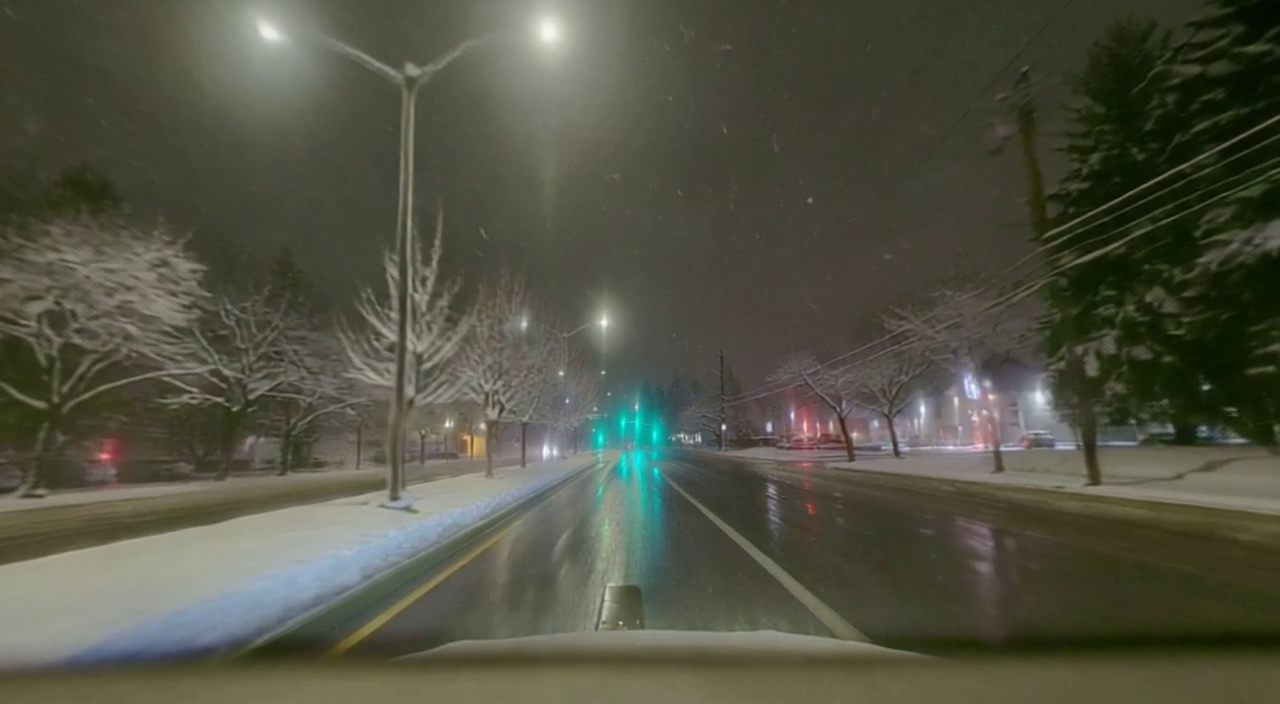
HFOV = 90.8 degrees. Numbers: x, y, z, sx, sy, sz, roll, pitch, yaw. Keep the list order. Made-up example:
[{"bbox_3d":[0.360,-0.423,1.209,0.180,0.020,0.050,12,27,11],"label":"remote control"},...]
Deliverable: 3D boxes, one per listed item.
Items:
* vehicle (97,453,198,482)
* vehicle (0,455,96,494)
[{"bbox_3d":[-30.689,7.180,39.460,4.632,1.681,1.904,0,-9,-1],"label":"vehicle"},{"bbox_3d":[-29.060,5.830,30.445,1.918,1.669,4.300,0,-9,-3],"label":"vehicle"}]
